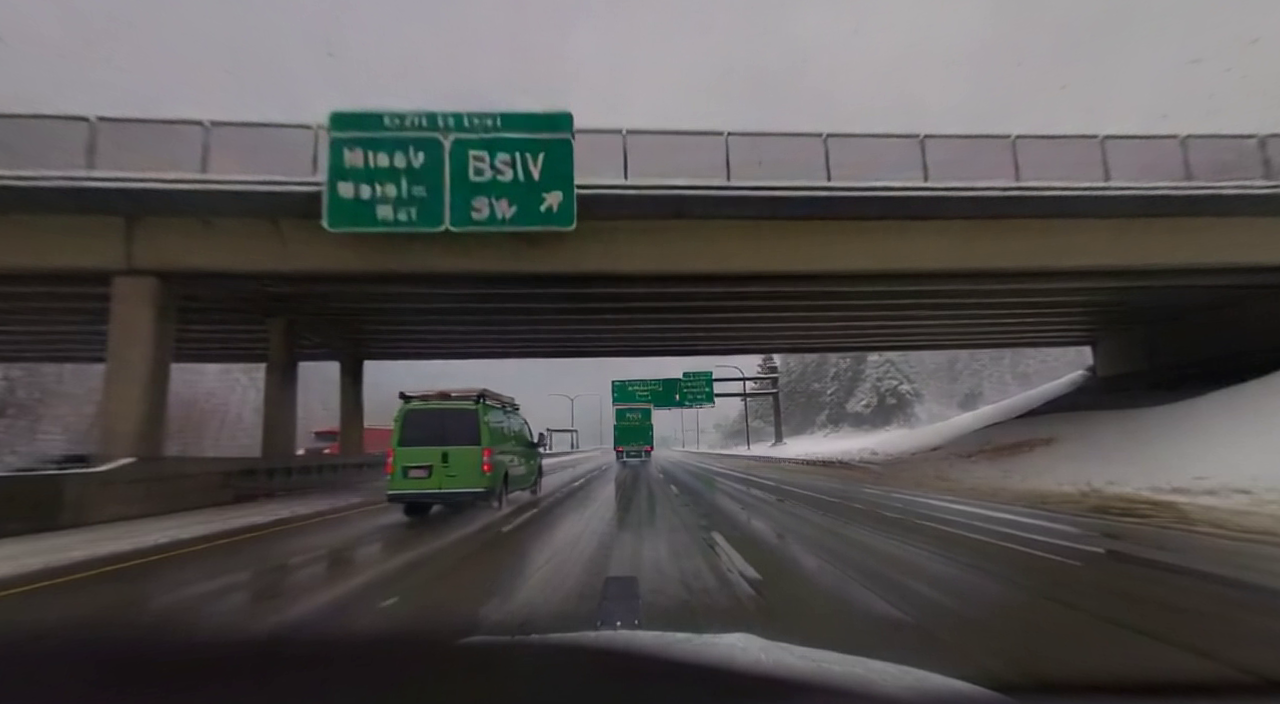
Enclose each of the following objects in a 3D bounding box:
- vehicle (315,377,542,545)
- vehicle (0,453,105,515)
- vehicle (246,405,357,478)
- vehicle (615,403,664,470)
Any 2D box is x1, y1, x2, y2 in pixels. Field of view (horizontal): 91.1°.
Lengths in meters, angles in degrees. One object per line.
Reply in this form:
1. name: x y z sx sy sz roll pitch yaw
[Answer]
1. vehicle: -3.420 1.944 11.684 2.404 2.371 5.310 0 -9 -1
2. vehicle: -15.789 3.256 15.709 1.689 1.428 3.501 0 -9 0
3. vehicle: -19.639 5.287 36.981 3.143 3.926 5.850 0 -9 0
4. vehicle: -0.126 6.119 44.786 3.025 4.002 12.709 0 -9 -1
